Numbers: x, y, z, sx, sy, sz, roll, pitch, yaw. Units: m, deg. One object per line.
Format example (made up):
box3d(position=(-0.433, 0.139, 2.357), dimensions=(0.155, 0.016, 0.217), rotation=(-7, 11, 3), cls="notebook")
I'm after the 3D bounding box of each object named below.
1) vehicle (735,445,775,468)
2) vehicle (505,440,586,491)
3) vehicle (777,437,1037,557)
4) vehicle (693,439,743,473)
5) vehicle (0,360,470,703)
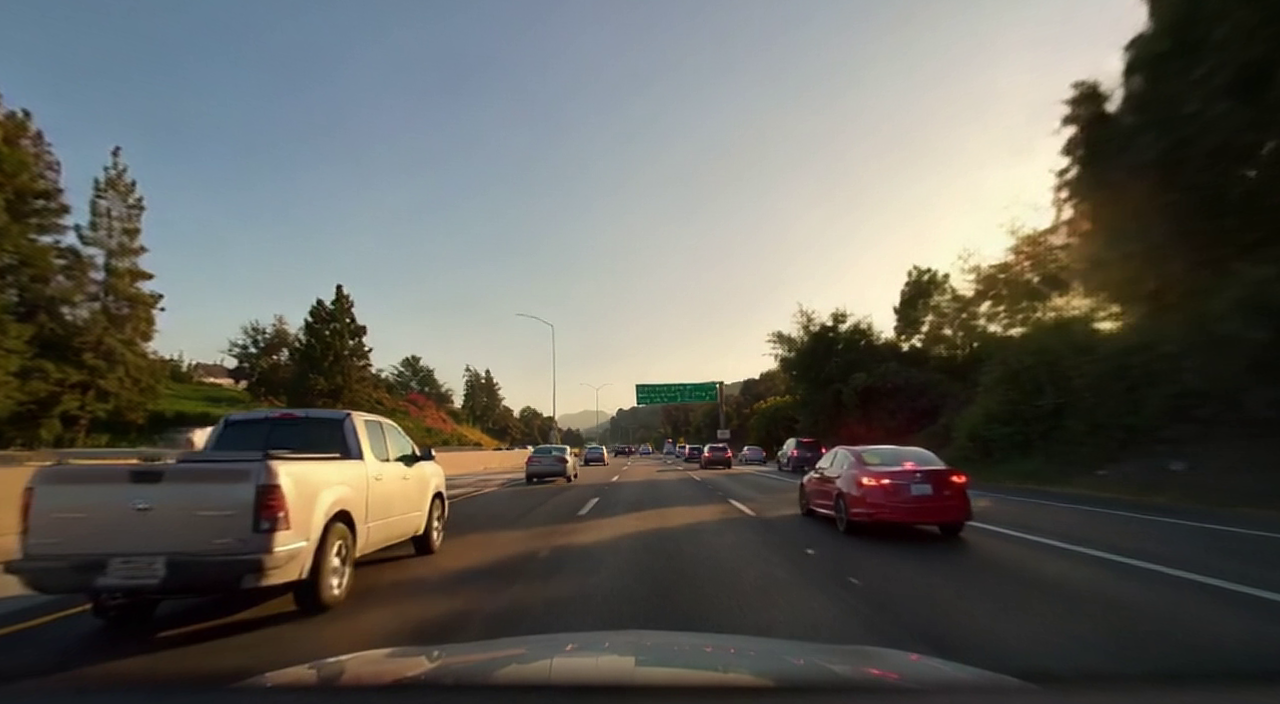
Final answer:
box3d(position=(7.983, 7.291, 44.153), dimensions=(1.904, 1.473, 4.598), rotation=(0, -8, -1), cls="vehicle")
box3d(position=(-3.192, 3.939, 22.343), dimensions=(1.974, 1.589, 5.047), rotation=(0, -8, 1), cls="vehicle")
box3d(position=(3.841, 2.154, 10.277), dimensions=(2.040, 1.461, 4.822), rotation=(0, -8, -1), cls="vehicle")
box3d(position=(4.340, 5.876, 35.929), dimensions=(2.144, 1.752, 4.765), rotation=(0, -8, -1), cls="vehicle")
box3d(position=(-3.255, 1.264, 5.585), dimensions=(2.139, 1.764, 4.707), rotation=(0, -8, 0), cls="vehicle")
